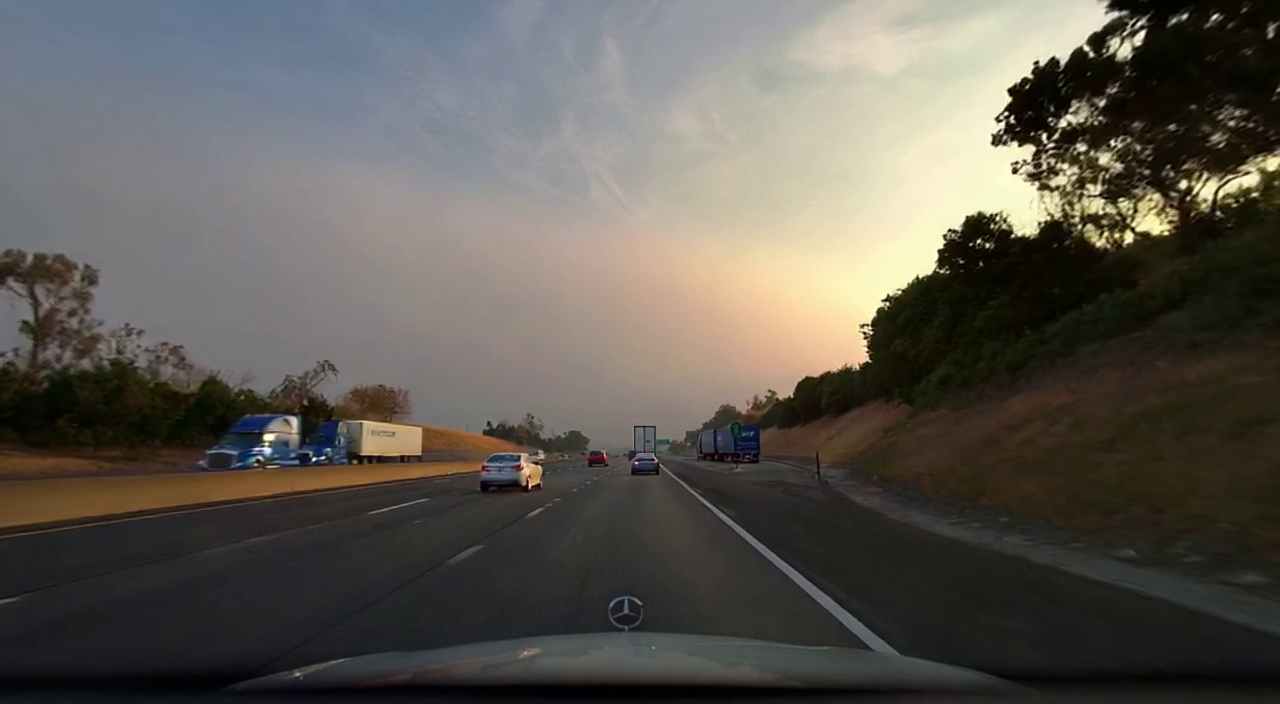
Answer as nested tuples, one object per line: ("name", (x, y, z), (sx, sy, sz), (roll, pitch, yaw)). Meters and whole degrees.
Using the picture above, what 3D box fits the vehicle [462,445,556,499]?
("vehicle", (-4.040, 3.779, 20.212), (2.018, 1.504, 4.431), (0, -9, 1))

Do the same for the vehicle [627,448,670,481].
("vehicle", (0.395, 5.463, 30.774), (1.991, 1.507, 3.391), (0, -9, 0))

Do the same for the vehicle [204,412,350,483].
("vehicle", (-19.254, 5.202, 34.273), (2.919, 3.409, 8.090), (0, -9, 1))
